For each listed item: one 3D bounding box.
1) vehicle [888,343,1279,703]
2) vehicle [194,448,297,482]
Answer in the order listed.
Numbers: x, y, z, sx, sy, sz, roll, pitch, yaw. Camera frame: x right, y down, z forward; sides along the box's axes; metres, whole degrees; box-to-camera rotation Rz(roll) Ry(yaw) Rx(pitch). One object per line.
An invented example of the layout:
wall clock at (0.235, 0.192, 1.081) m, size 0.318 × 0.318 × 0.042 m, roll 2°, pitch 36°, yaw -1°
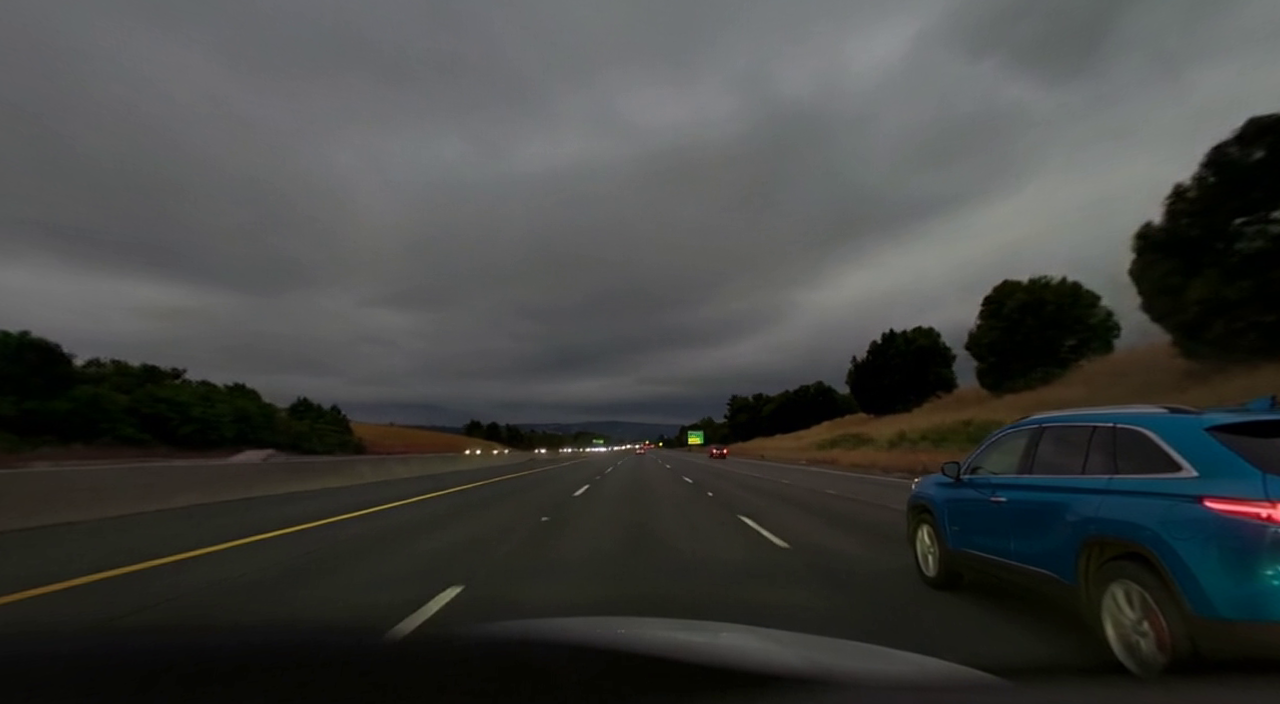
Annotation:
vehicle at (3.469, 1.102, 4.277) m, size 1.784 × 1.733 × 4.141 m, roll 0°, pitch -9°, yaw -1°
vehicle at (-18.628, 5.328, 29.911) m, size 1.984 × 1.476 × 4.457 m, roll 0°, pitch -9°, yaw 0°
